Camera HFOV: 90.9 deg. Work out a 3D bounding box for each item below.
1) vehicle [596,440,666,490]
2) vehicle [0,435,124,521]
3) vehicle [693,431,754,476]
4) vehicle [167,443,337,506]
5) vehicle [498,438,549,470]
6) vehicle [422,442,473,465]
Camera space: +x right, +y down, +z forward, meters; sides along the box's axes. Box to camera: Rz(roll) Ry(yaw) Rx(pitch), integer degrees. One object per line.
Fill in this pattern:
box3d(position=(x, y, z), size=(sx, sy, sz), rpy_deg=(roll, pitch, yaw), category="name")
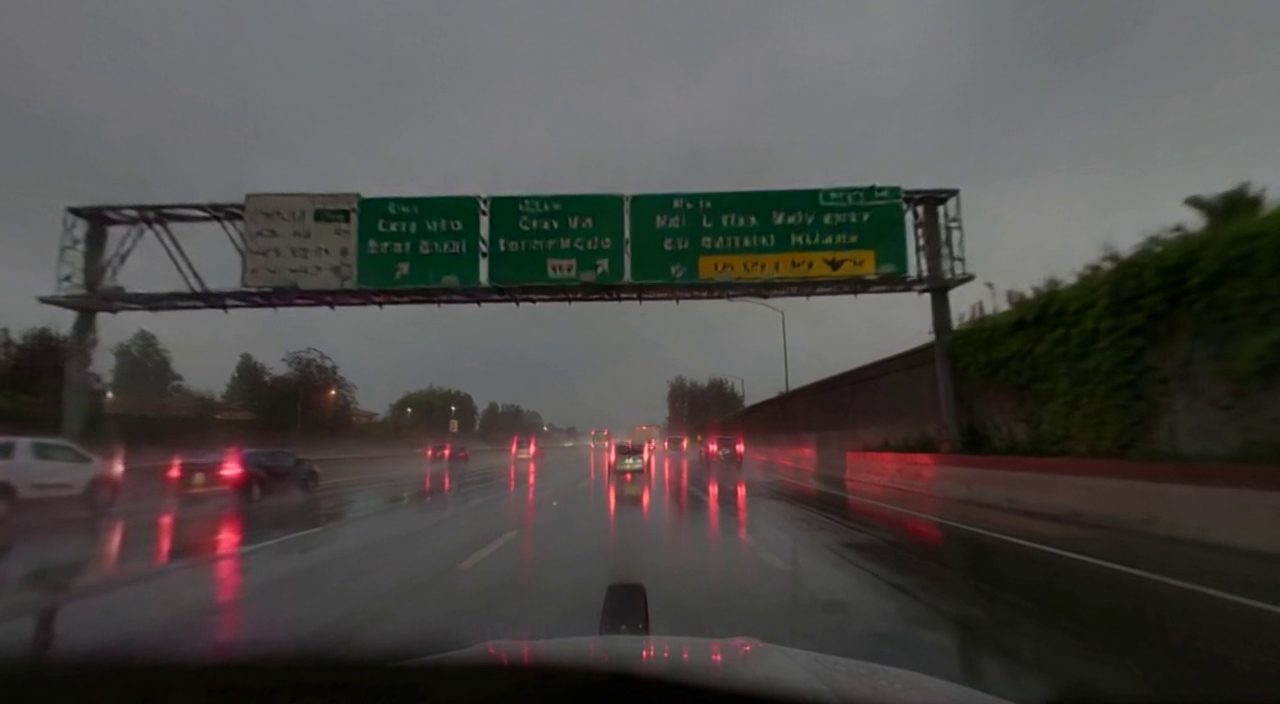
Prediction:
box3d(position=(-0.241, 3.638, 20.721), size=(2.042, 1.446, 4.269), rpy_deg=(0, -9, 1), category="vehicle")
box3d(position=(-13.830, 2.626, 13.305), size=(2.045, 1.712, 4.457), rpy_deg=(0, -9, 1), category="vehicle")
box3d(position=(3.517, 4.360, 27.310), size=(2.001, 1.771, 4.250), rpy_deg=(0, -9, -1), category="vehicle")
box3d(position=(-10.519, 3.311, 17.575), size=(1.961, 1.510, 4.260), rpy_deg=(0, -9, 1), category="vehicle")
box3d(position=(-6.596, 5.824, 36.135), size=(2.060, 1.669, 4.242), rpy_deg=(0, -9, 1), category="vehicle")
box3d(position=(-14.002, 7.399, 46.133), size=(2.055, 1.628, 4.898), rpy_deg=(0, -9, 1), category="vehicle")
